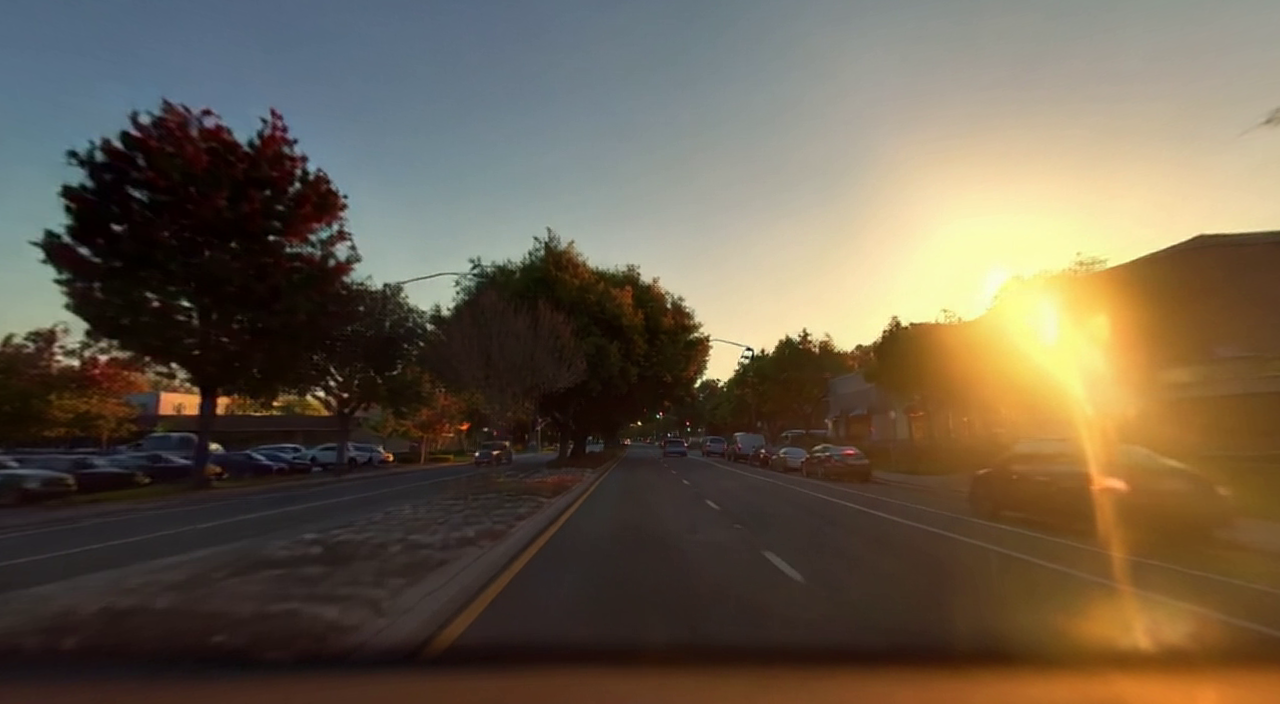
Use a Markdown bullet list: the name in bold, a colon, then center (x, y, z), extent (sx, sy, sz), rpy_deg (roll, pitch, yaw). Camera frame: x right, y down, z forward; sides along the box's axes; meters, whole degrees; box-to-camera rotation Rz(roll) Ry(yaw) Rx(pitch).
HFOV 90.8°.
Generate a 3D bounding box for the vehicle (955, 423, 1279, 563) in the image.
- **vehicle**: center (7.214, 2.058, 10.042), extent (1.994, 1.691, 4.472), rpy_deg (0, -8, -1)

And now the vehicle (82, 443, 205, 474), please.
- **vehicle**: center (-25.346, 5.417, 32.485), extent (1.893, 1.477, 4.621), rpy_deg (-3, -9, 15)

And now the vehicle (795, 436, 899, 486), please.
- **vehicle**: center (7.372, 3.936, 23.163), extent (1.951, 1.601, 5.147), rpy_deg (0, -8, -2)

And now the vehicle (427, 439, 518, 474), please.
- **vehicle**: center (-8.457, 5.193, 31.670), extent (4.700, 1.567, 2.165), rpy_deg (-8, -11, 42)

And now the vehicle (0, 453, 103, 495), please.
- **vehicle**: center (-23.732, 4.654, 24.268), extent (1.768, 1.429, 4.423), rpy_deg (-2, -8, 13)

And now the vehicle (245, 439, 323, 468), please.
- **vehicle**: center (-24.792, 7.149, 44.227), extent (1.980, 1.780, 4.859), rpy_deg (-4, -11, 12)

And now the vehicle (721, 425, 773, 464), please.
- **vehicle**: center (7.091, 6.233, 42.595), extent (2.323, 2.433, 5.901), rpy_deg (0, -8, -1)

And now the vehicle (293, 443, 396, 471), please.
- **vehicle**: center (-16.030, 5.703, 34.351), extent (4.635, 1.457, 2.060), rpy_deg (-2, -8, 10)

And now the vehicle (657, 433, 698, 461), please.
- **vehicle**: center (2.540, 6.587, 43.977), extent (2.293, 1.814, 4.589), rpy_deg (0, -8, -3)
